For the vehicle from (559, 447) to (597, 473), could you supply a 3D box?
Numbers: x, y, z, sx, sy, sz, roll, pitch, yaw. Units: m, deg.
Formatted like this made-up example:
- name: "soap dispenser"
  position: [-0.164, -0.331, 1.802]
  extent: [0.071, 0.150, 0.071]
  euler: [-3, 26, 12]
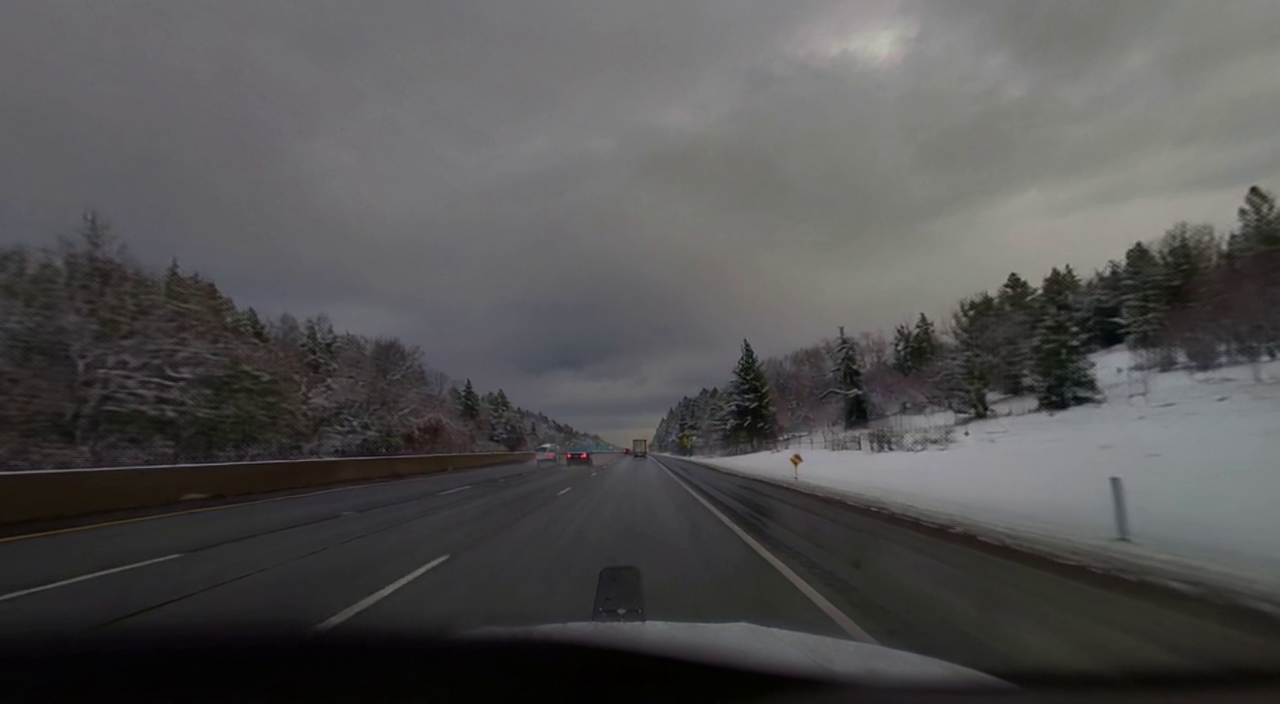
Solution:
- name: "vehicle"
  position: [-3.747, 6.605, 38.690]
  extent: [1.893, 1.521, 3.742]
  euler: [0, -9, 0]

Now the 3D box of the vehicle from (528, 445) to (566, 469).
- name: "vehicle"
  position: [-7.075, 8.027, 48.514]
  extent: [2.173, 1.722, 4.869]
  euler: [0, -9, 1]
